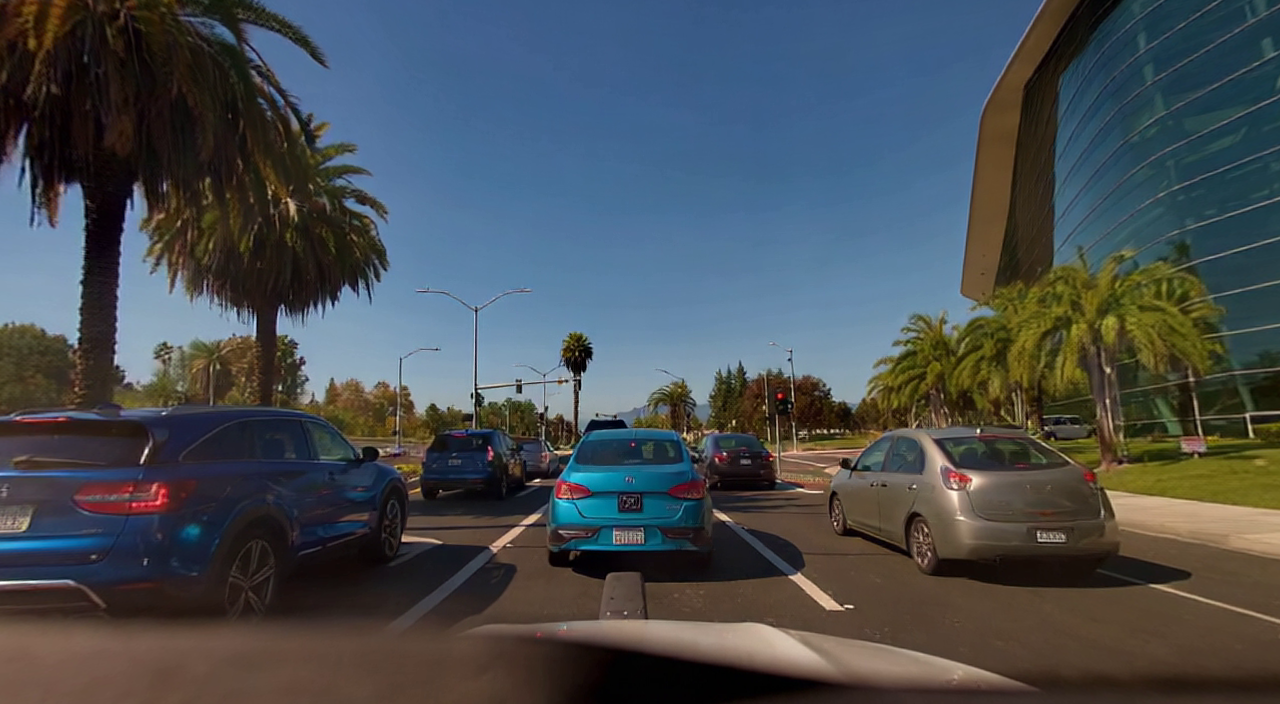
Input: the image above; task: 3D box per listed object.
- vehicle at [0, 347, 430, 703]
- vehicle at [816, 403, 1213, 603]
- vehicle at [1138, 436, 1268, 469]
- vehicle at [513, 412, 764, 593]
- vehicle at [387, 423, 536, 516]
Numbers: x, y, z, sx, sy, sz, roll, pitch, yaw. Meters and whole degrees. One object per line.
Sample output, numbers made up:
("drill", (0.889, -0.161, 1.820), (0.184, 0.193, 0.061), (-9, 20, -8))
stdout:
("vehicle", (-3.538, 1.174, 5.362), (2.014, 1.775, 4.404), (0, -8, -1))
("vehicle", (3.837, 1.619, 7.677), (2.064, 1.696, 4.431), (0, -8, 0))
("vehicle", (25.479, 4.542, 28.644), (4.014, 1.417, 1.777), (-1, -8, 5))
("vehicle", (-0.056, 1.656, 7.812), (2.219, 1.586, 4.321), (0, -8, -1))
("vehicle", (-3.468, 2.362, 13.071), (1.917, 1.631, 3.768), (0, -8, 1))
